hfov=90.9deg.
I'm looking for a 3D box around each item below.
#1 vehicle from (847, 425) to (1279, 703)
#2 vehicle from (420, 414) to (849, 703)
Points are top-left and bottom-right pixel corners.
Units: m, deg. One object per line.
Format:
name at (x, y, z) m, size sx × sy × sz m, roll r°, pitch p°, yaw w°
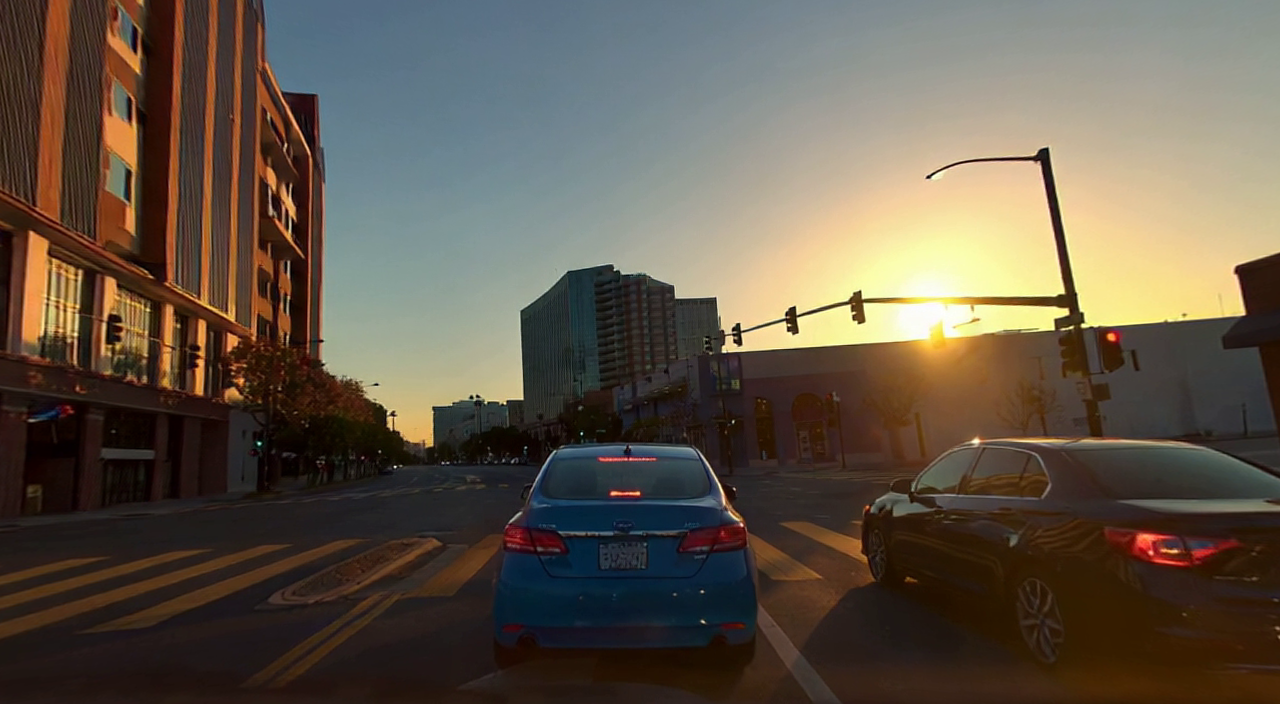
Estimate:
vehicle at (3.348, 1.376, 5.093) m, size 1.860 × 1.430 × 4.089 m, roll 0°, pitch -8°, yaw -1°
vehicle at (-0.065, 1.353, 5.194) m, size 2.094 × 1.481 × 4.078 m, roll 0°, pitch -8°, yaw -1°
